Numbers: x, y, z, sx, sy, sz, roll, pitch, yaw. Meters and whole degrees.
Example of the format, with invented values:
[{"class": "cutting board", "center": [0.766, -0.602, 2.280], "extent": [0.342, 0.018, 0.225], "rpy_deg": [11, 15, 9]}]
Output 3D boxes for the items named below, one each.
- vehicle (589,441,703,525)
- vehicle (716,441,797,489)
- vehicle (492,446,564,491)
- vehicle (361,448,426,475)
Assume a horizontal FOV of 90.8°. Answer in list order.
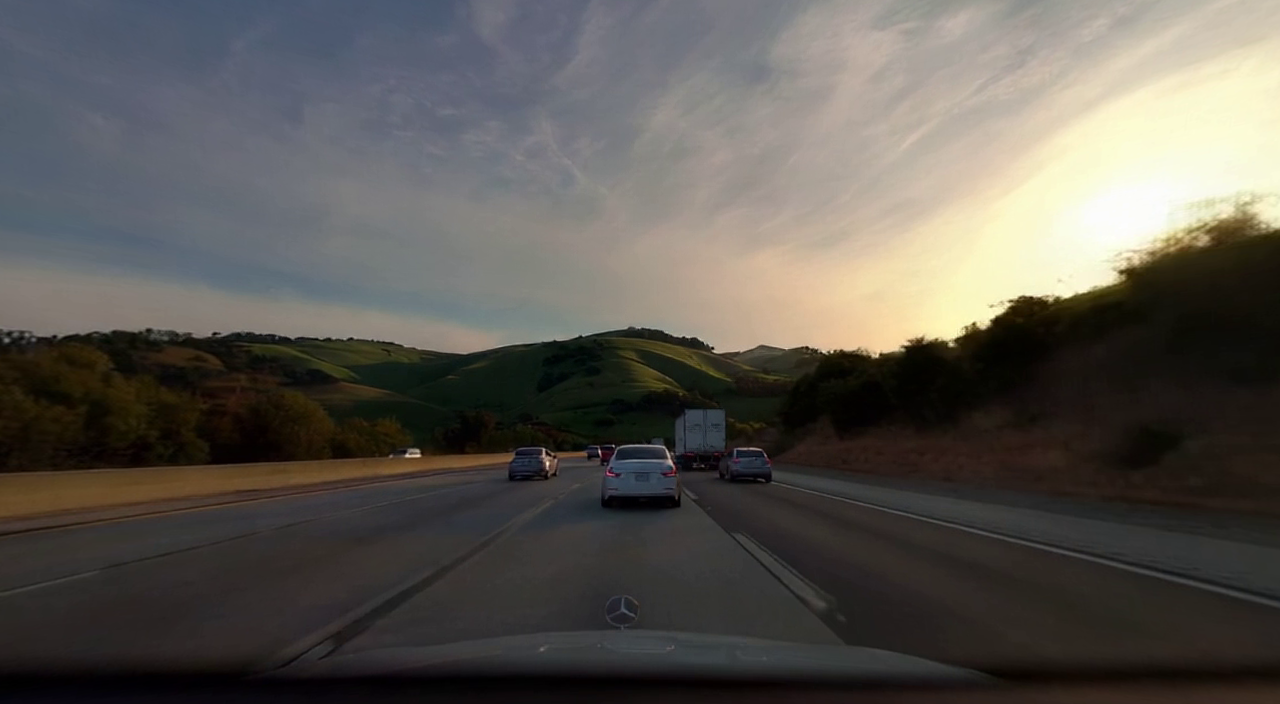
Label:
[{"class": "vehicle", "center": [0.106, 2.641, 13.198], "extent": [2.041, 1.484, 3.535], "rpy_deg": [0, -9, 0]}, {"class": "vehicle", "center": [4.117, 4.082, 23.052], "extent": [2.029, 1.579, 4.484], "rpy_deg": [0, -9, -1]}, {"class": "vehicle", "center": [-4.013, 4.225, 23.200], "extent": [1.848, 1.486, 3.832], "rpy_deg": [-1, -9, 2]}, {"class": "vehicle", "center": [-15.157, 6.739, 39.042], "extent": [1.959, 1.574, 4.844], "rpy_deg": [0, -9, 1]}]
